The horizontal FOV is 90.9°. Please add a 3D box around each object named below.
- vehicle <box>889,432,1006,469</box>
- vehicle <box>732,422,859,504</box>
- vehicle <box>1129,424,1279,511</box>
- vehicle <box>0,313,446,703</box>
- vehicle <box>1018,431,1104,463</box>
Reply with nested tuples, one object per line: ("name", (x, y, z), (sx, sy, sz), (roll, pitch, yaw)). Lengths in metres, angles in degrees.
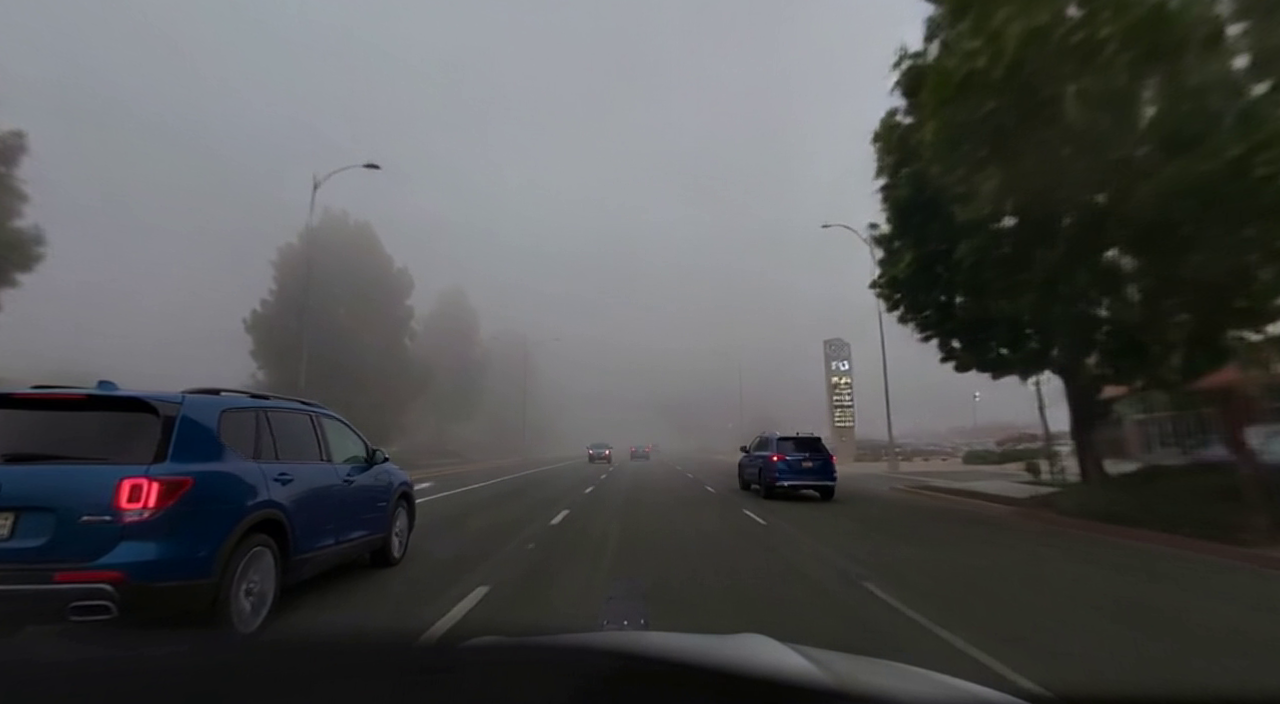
("vehicle", (14.993, 4.836, 30.967), (4.647, 1.725, 1.991), (0, -8, 1))
("vehicle", (3.737, 2.767, 16.084), (2.024, 1.773, 4.431), (0, -8, -1))
("vehicle", (13.253, 2.361, 13.177), (1.880, 1.671, 5.180), (-1, -8, 0))
("vehicle", (-3.534, 1.114, 5.386), (2.210, 1.925, 4.838), (0, -8, 0))
("vehicle", (24.884, 5.632, 37.494), (1.910, 1.785, 4.862), (0, -8, 2))
